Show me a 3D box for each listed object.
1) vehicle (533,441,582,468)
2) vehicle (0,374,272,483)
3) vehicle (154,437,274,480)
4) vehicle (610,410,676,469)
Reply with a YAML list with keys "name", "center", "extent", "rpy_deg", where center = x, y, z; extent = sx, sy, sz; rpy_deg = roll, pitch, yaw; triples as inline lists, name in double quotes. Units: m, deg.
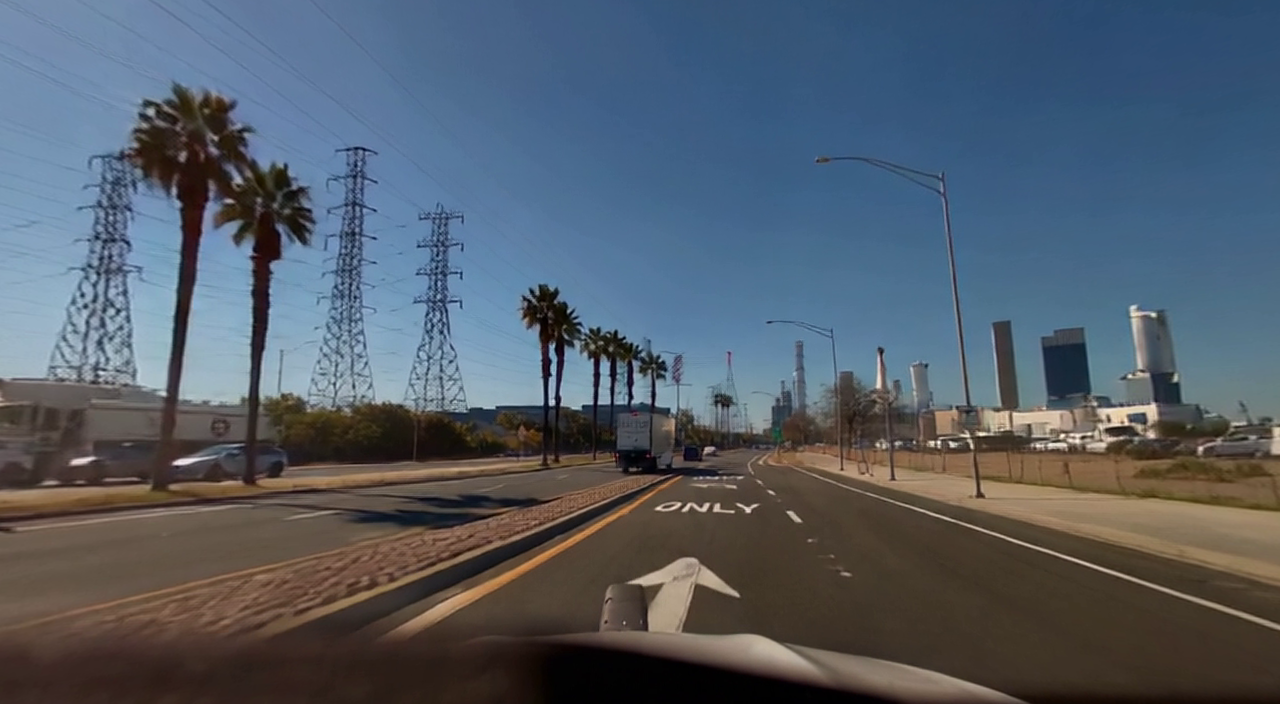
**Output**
- name: "vehicle"
  center: [-6.320, 7.909, 49.014]
  extent: [2.266, 1.950, 5.866]
  rpy_deg: [-1, -9, 8]
- name: "vehicle"
  center: [-21.731, 3.675, 28.134]
  extent: [2.907, 3.760, 11.193]
  rpy_deg: [-4, -10, 6]
- name: "vehicle"
  center: [-18.280, 4.557, 27.363]
  extent: [1.751, 1.639, 4.434]
  rpy_deg: [-3, -8, 7]
- name: "vehicle"
  center: [0.483, 6.808, 48.554]
  extent: [2.903, 3.933, 11.567]
  rpy_deg: [-2, -9, 11]
